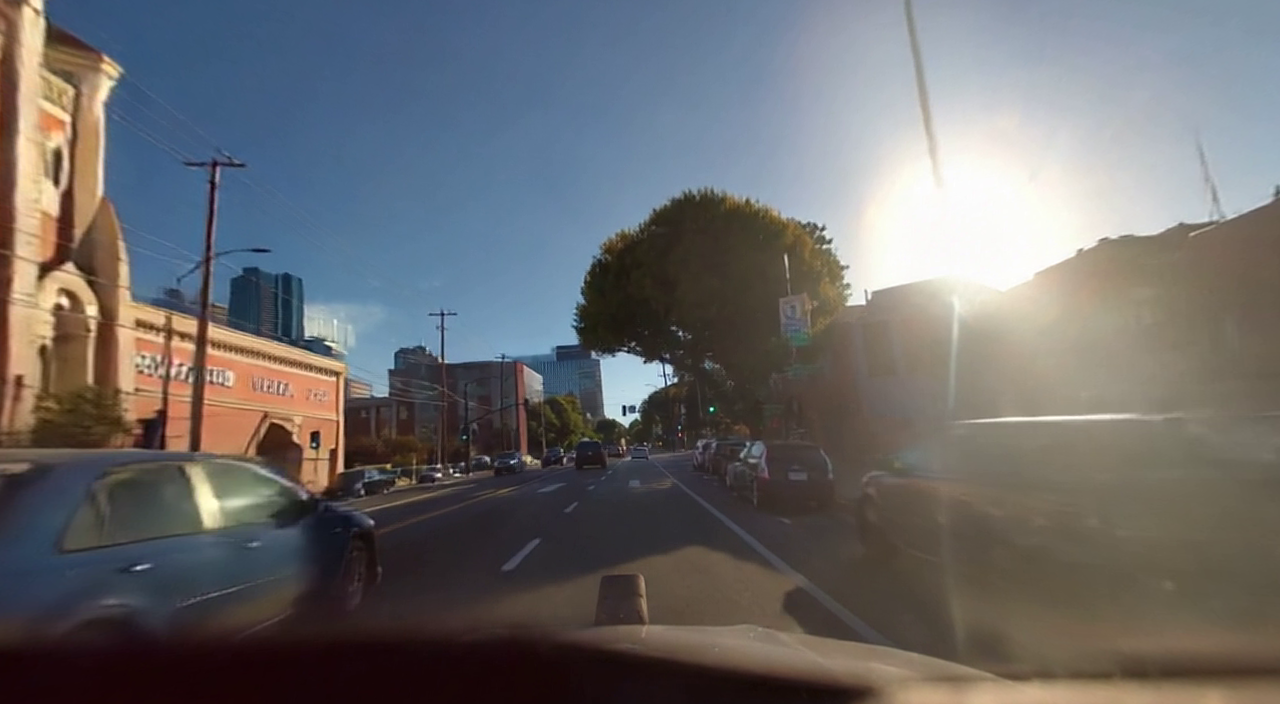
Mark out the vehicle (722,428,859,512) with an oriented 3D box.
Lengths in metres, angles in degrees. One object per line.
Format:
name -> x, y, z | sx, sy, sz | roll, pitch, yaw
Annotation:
vehicle -> 3.329, 2.735, 15.076 | 2.206, 1.664, 4.578 | -1, -9, 1

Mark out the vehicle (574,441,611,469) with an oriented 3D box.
vehicle -> -3.409, 7.484, 46.081 | 2.293, 1.936, 4.737 | 0, -8, 0

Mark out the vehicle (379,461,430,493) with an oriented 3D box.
vehicle -> -15.762, 8.344, 42.569 | 1.914, 1.876, 4.726 | -1, -9, -4

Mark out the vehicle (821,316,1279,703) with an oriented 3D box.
vehicle -> 3.471, 1.137, 5.494 | 2.207, 1.886, 5.128 | 0, -9, 0

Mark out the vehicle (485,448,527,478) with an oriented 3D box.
vehicle -> -9.040, 7.531, 43.012 | 1.965, 1.868, 4.012 | 0, -8, 0

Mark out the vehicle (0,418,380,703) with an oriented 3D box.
vehicle -> -3.295, 1.145, 3.077 | 2.089, 1.547, 4.635 | 0, -8, 0
